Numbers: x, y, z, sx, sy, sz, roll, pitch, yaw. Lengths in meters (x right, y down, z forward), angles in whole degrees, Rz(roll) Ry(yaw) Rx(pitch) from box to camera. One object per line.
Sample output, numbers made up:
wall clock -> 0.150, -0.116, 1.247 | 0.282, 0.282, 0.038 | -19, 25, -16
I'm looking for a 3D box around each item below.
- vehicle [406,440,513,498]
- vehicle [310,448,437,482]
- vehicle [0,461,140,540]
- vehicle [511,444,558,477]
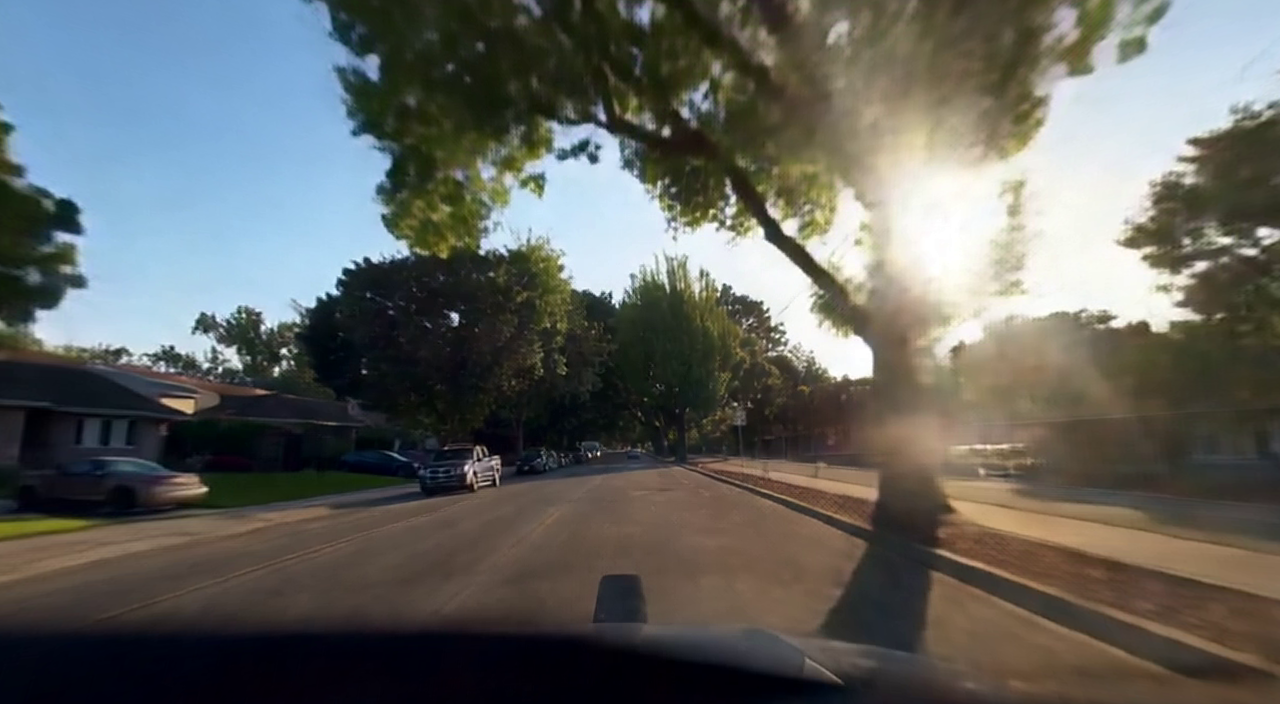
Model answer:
vehicle -> -6.566, 4.271, 23.702 | 2.350, 1.892, 5.542 | 1, -8, 0
vehicle -> -14.075, 6.013, 33.544 | 5.742, 1.668, 2.296 | 1, -8, -3
vehicle -> -13.639, 3.093, 13.467 | 4.116, 1.393, 2.016 | 2, -9, 1
vehicle -> -6.626, 6.849, 40.062 | 2.020, 1.842, 5.116 | 1, -8, 1
